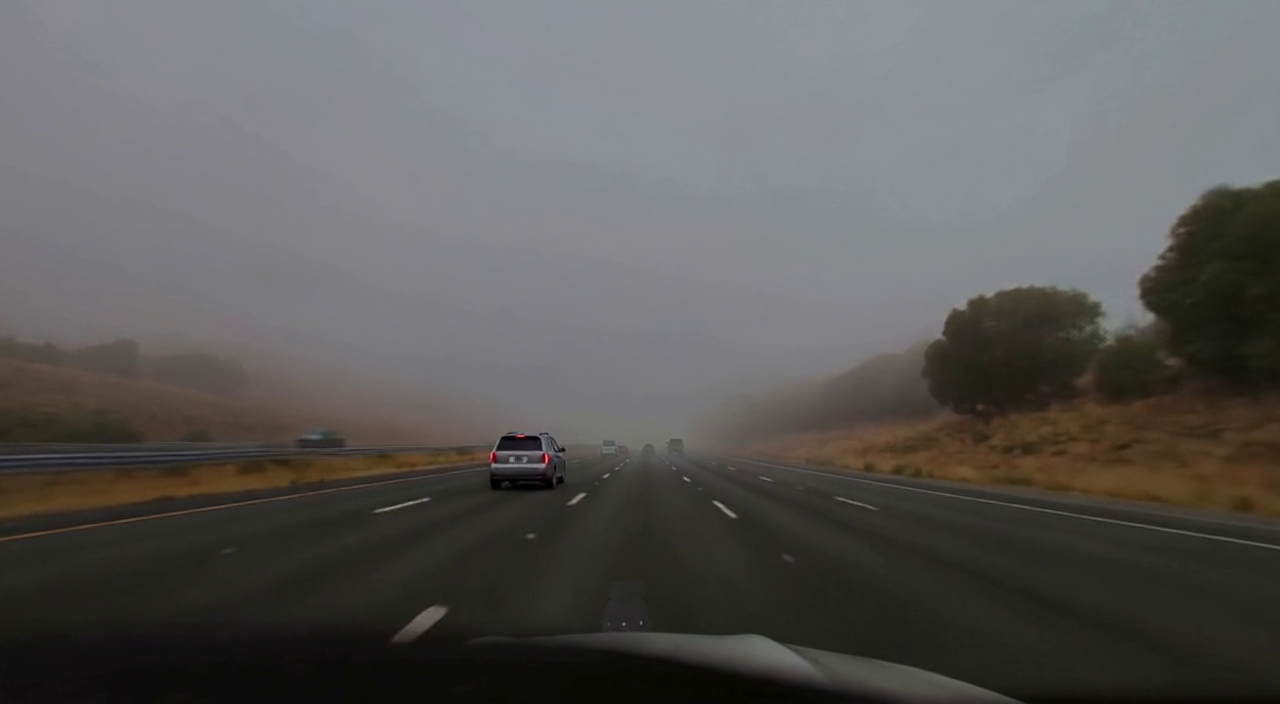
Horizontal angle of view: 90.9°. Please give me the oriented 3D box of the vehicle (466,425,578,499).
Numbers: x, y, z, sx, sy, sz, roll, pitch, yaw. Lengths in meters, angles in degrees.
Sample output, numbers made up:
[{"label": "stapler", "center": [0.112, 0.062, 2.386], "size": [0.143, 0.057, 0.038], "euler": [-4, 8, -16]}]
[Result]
[{"label": "vehicle", "center": [-3.208, 3.135, 18.336], "size": [2.218, 1.848, 4.789], "euler": [0, -9, 1]}]
